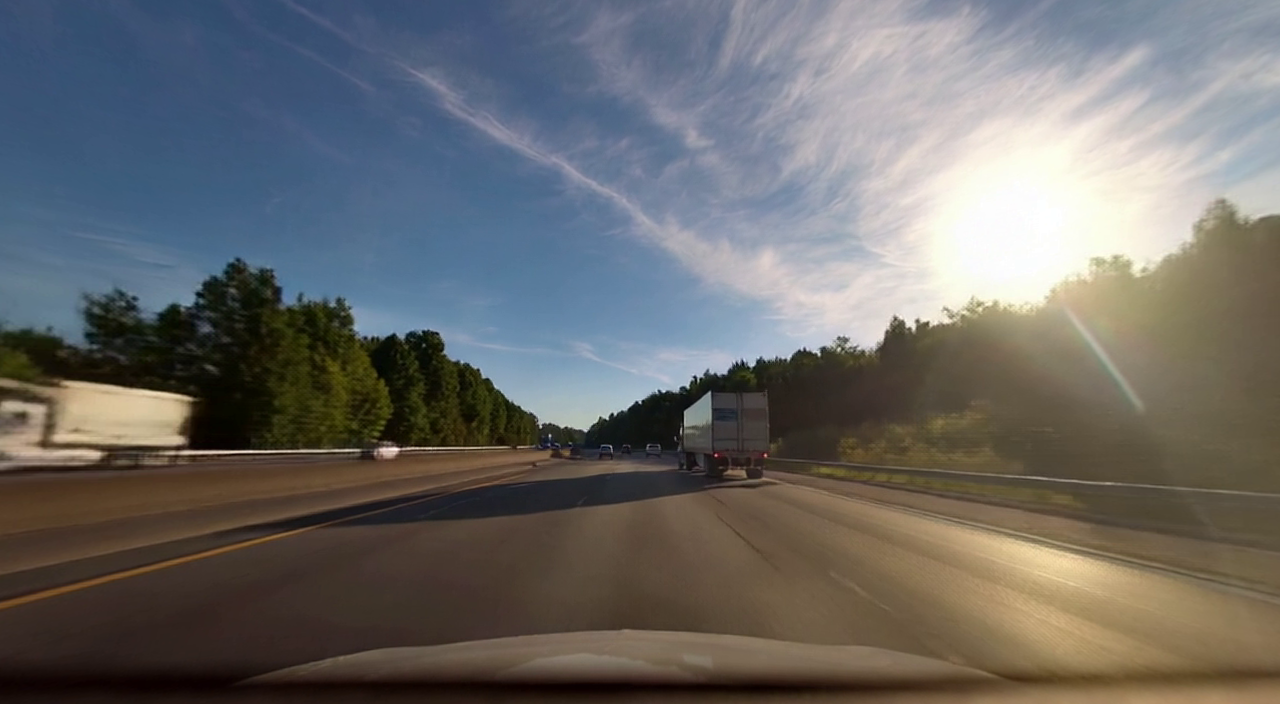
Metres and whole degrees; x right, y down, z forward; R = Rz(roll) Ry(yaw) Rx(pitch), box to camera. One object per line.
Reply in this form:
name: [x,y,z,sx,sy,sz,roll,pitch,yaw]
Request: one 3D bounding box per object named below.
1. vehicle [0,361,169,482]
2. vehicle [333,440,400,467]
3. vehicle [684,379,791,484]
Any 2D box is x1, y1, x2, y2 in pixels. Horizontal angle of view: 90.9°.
vehicle: [-19.392,2.336,20.163,2.679,3.356,7.493,0,-9,0]
vehicle: [-15.773,5.896,36.616,1.865,1.464,4.619,0,-9,-1]
vehicle: [4.193,4.077,30.902,2.950,4.033,13.276,0,-9,-1]
